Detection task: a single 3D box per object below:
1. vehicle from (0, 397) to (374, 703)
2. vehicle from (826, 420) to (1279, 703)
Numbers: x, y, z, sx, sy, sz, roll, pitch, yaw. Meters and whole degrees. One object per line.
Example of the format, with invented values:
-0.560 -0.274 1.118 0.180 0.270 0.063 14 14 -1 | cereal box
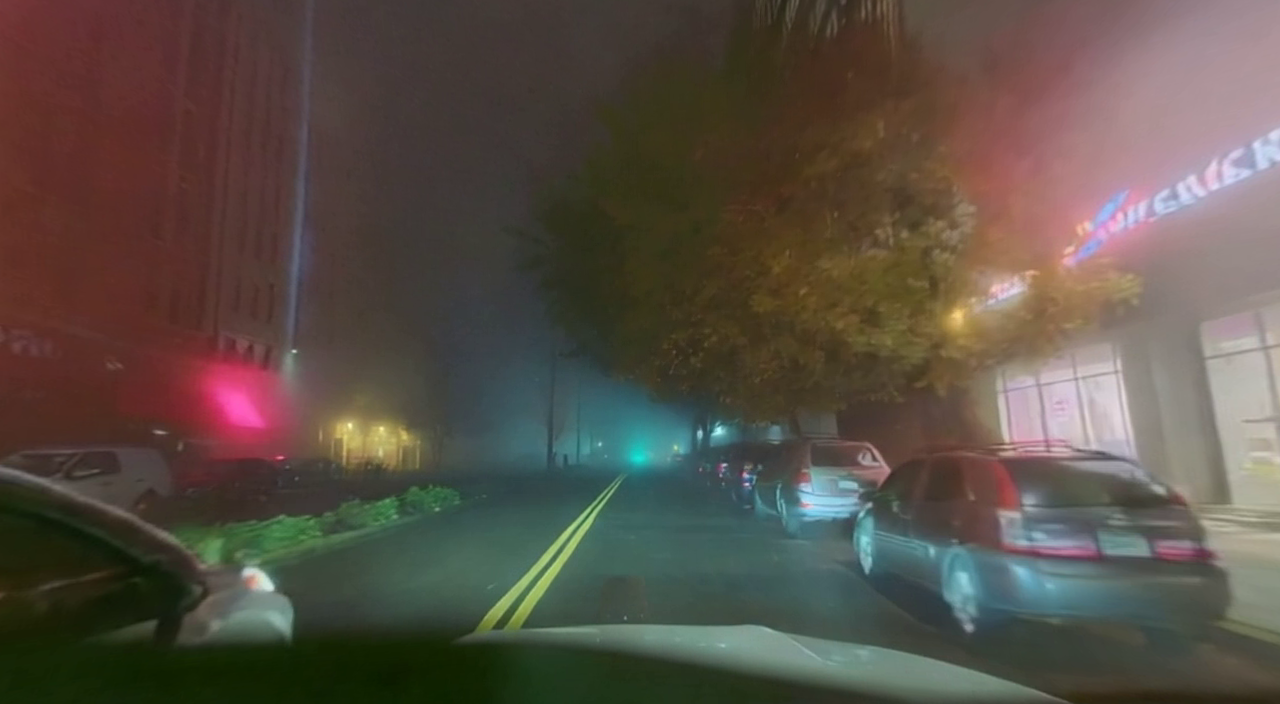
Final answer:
-2.755 0.863 1.803 2.030 1.436 4.388 0 -8 1 | vehicle
3.317 1.462 5.467 2.120 1.560 4.402 0 -8 1 | vehicle
